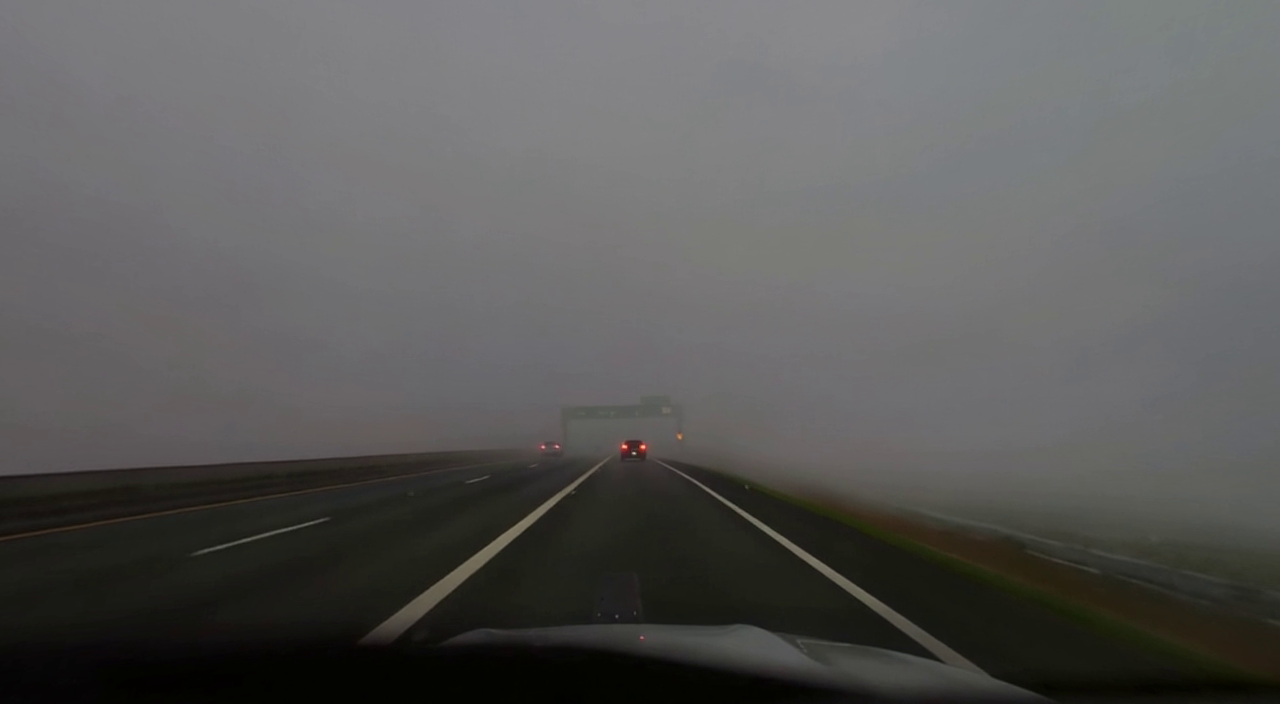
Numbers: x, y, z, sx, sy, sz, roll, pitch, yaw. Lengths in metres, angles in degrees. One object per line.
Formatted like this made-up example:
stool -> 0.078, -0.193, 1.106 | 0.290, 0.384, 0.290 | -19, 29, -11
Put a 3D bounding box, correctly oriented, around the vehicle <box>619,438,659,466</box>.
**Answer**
vehicle -> -0.086, 5.550, 35.143 | 2.072, 1.440, 3.690 | 0, -8, -1
